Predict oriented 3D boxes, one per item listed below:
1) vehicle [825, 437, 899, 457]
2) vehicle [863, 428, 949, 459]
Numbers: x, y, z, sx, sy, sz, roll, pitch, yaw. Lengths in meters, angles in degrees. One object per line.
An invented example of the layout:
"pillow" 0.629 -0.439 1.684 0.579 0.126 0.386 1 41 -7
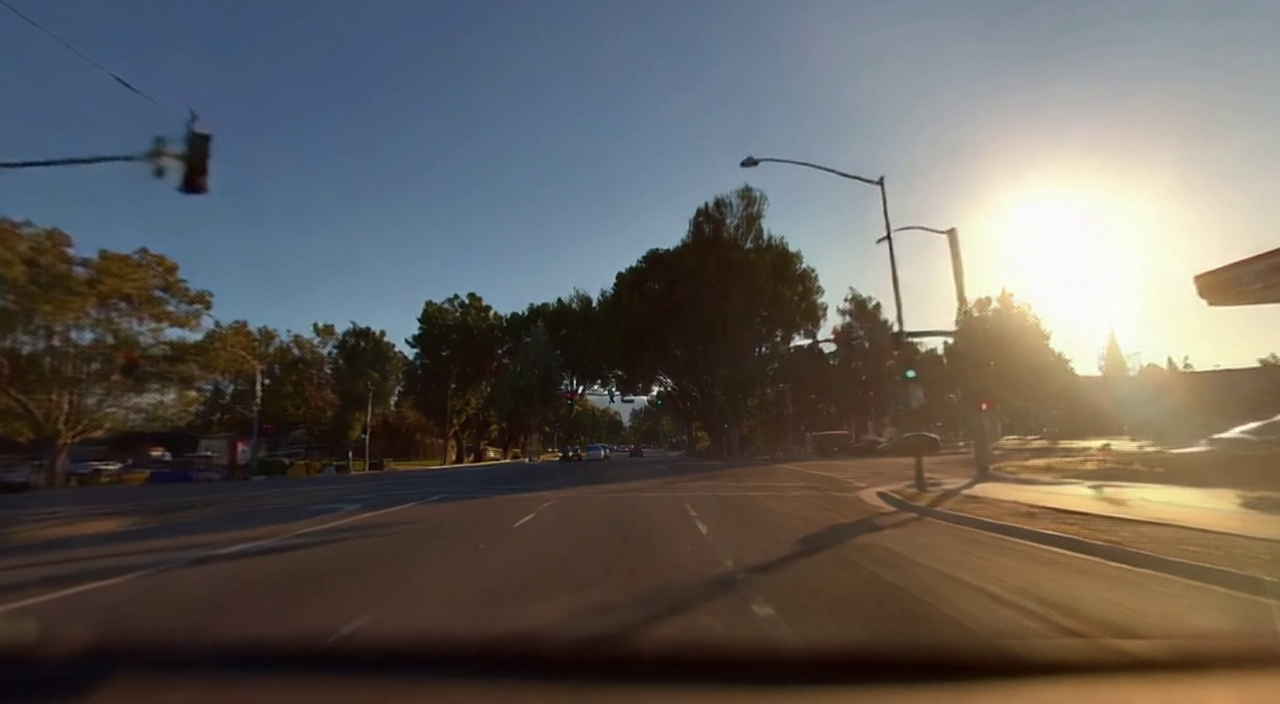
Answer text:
"vehicle" 16.077 6.899 45.759 4.582 1.436 2.073 1 -9 -7
"vehicle" 17.994 6.237 42.763 4.721 1.637 2.256 -4 -8 -9
